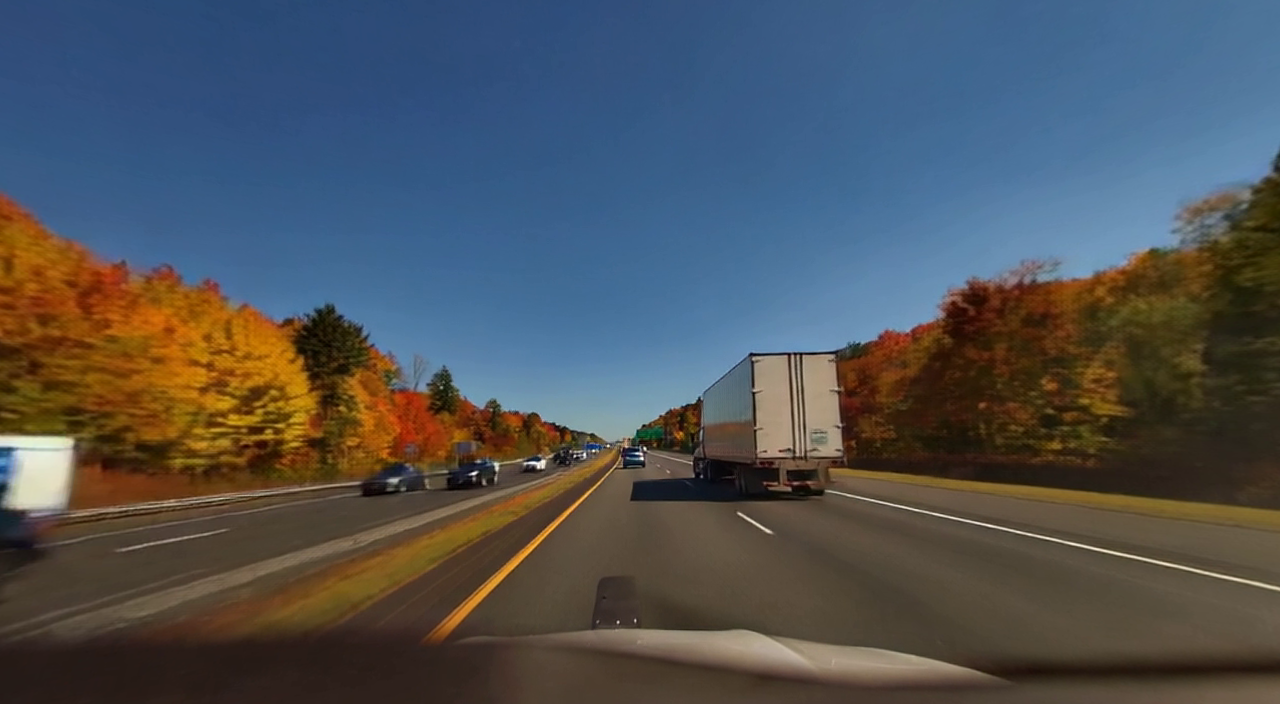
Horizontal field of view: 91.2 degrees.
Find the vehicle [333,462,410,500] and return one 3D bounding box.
[{"bbox_3d":[-12.614,6.063,29.724,1.889,1.569,4.097,-1,-9,0],"label":"vehicle"}]

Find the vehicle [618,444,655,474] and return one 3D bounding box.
[{"bbox_3d":[-0.231,6.683,39.352,2.168,1.705,4.272,-1,-9,-1],"label":"vehicle"}]

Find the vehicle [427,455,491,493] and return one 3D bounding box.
[{"bbox_3d":[-8.954,6.022,31.319,1.967,1.682,4.187,-1,-9,0],"label":"vehicle"}]
